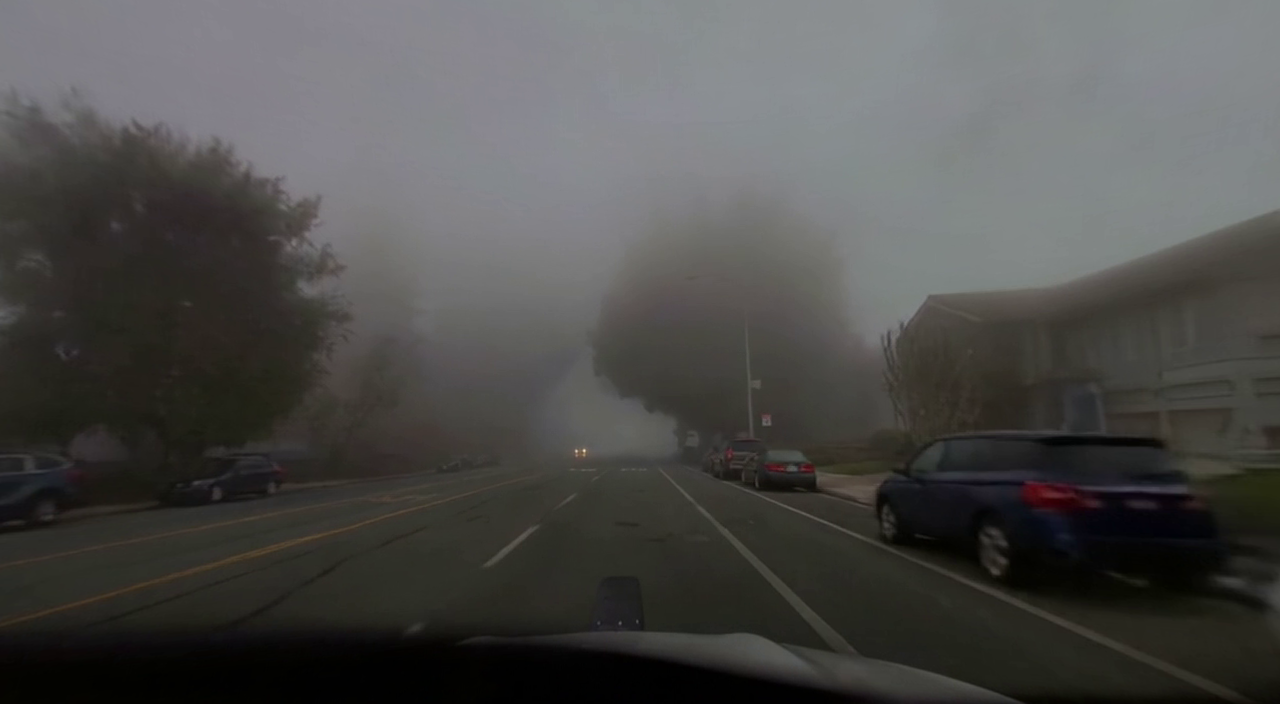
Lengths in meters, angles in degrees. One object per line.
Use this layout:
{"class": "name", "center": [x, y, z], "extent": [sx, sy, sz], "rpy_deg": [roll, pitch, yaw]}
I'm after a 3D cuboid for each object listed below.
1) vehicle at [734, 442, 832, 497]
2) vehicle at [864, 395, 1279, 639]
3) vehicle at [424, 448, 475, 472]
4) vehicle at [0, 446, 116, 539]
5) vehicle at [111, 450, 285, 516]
{"class": "vehicle", "center": [4.183, 3.495, 19.238], "extent": [1.845, 1.443, 4.531], "rpy_deg": [0, -8, -1]}
{"class": "vehicle", "center": [4.309, 1.521, 6.912], "extent": [1.994, 1.725, 4.676], "rpy_deg": [0, -8, 0]}
{"class": "vehicle", "center": [-13.913, 7.896, 46.496], "extent": [2.163, 1.641, 4.875], "rpy_deg": [0, -8, 0]}
{"class": "vehicle", "center": [-13.496, 2.818, 12.445], "extent": [2.220, 1.747, 4.980], "rpy_deg": [-3, -8, -2]}
{"class": "vehicle", "center": [-13.738, 4.038, 20.118], "extent": [2.239, 1.645, 4.700], "rpy_deg": [-3, -8, -1]}
